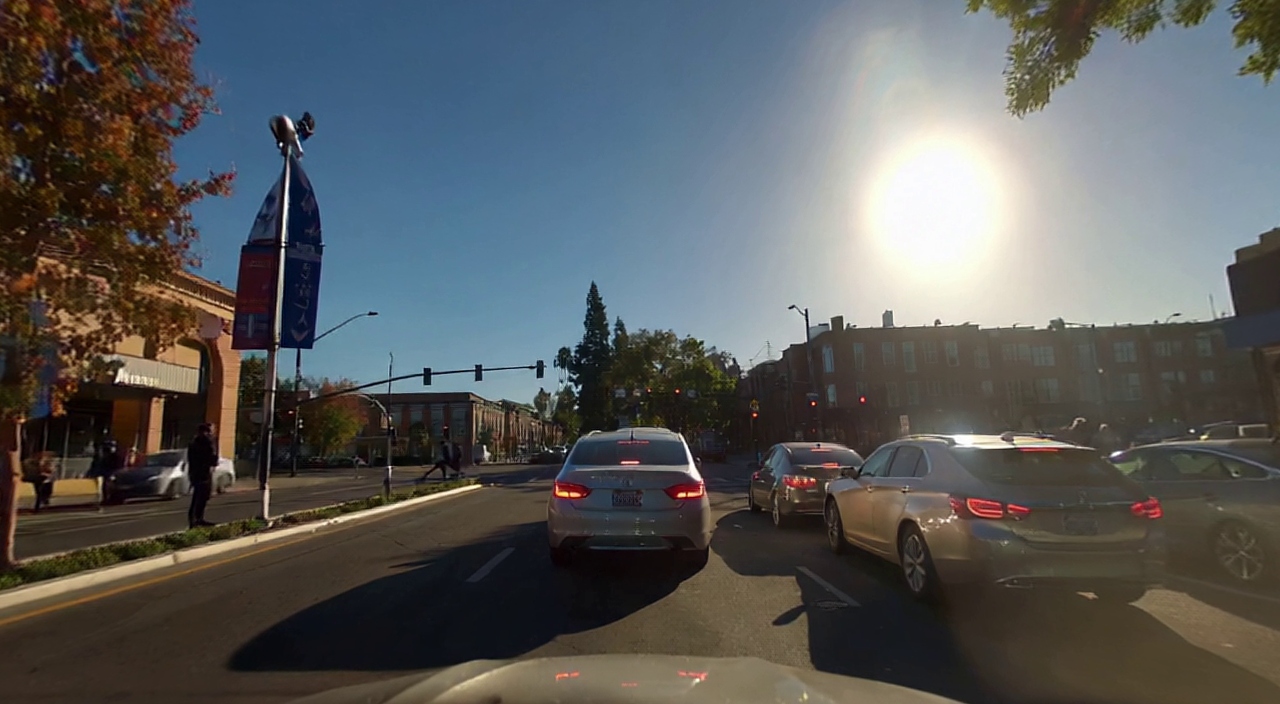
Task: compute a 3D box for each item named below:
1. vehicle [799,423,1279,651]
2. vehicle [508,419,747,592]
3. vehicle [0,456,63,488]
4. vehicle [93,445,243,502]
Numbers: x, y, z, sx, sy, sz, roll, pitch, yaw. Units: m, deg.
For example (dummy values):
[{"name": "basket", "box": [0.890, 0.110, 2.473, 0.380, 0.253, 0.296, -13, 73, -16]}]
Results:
[{"name": "vehicle", "box": [3.208, 1.543, 6.436, 1.912, 1.454, 4.537, 0, -9, -1]}, {"name": "vehicle", "box": [-0.142, 1.667, 7.684, 2.118, 1.512, 4.013, 0, -9, -1]}, {"name": "vehicle", "box": [-31.734, 5.992, 31.560, 1.913, 1.531, 4.000, -9, -12, 43]}, {"name": "vehicle", "box": [-15.103, 3.860, 20.556, 1.933, 1.614, 4.042, 0, -9, -4]}]
